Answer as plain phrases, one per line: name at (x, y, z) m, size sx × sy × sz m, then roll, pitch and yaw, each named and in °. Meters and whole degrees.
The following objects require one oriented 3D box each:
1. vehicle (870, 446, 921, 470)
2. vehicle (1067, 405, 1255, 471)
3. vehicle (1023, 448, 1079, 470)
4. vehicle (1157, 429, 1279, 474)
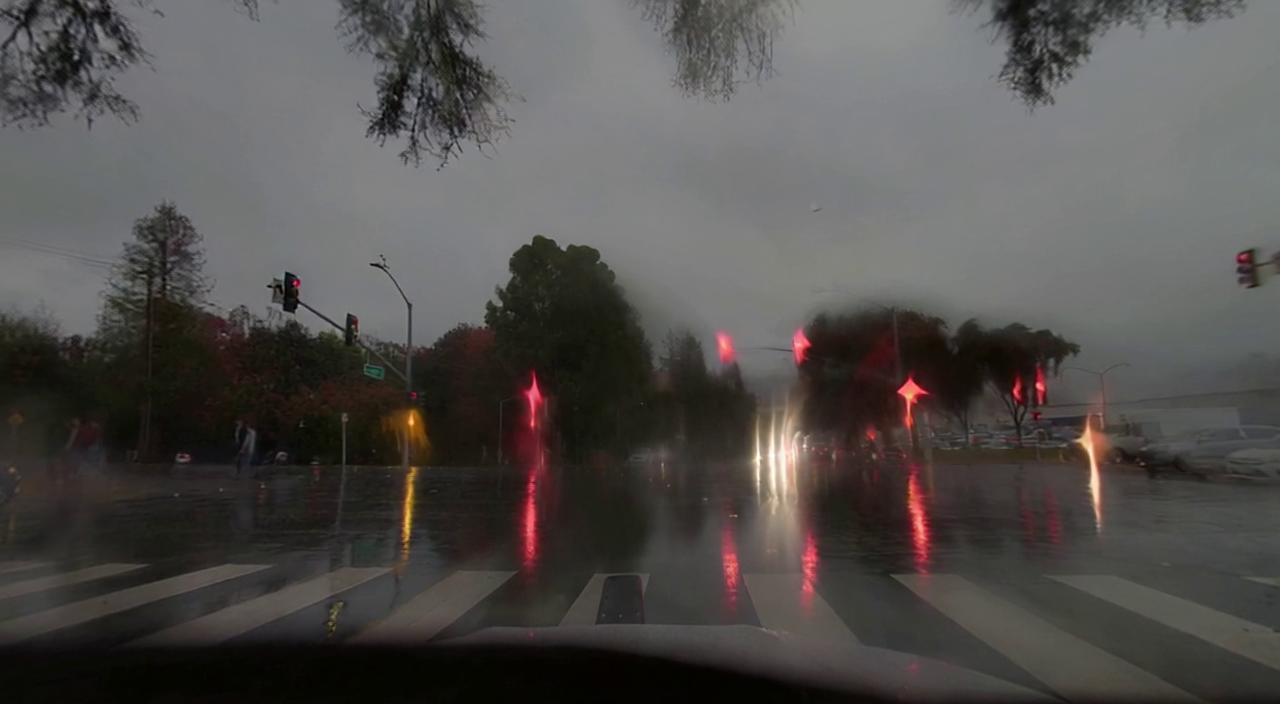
vehicle at (17.521, 7.244, 43.513) m, size 1.789 × 1.557 × 4.293 m, roll 0°, pitch -9°, yaw 1°
vehicle at (22.947, 3.860, 28.103) m, size 5.855 × 2.746 × 2.523 m, roll -1°, pitch -9°, yaw 3°
vehicle at (27.714, 7.225, 42.718) m, size 1.589 × 1.405 × 3.633 m, roll -1°, pitch -9°, yaw 4°
vehicle at (21.059, 3.400, 21.736) m, size 4.740 × 1.464 × 1.876 m, roll -1°, pitch -9°, yaw 3°
